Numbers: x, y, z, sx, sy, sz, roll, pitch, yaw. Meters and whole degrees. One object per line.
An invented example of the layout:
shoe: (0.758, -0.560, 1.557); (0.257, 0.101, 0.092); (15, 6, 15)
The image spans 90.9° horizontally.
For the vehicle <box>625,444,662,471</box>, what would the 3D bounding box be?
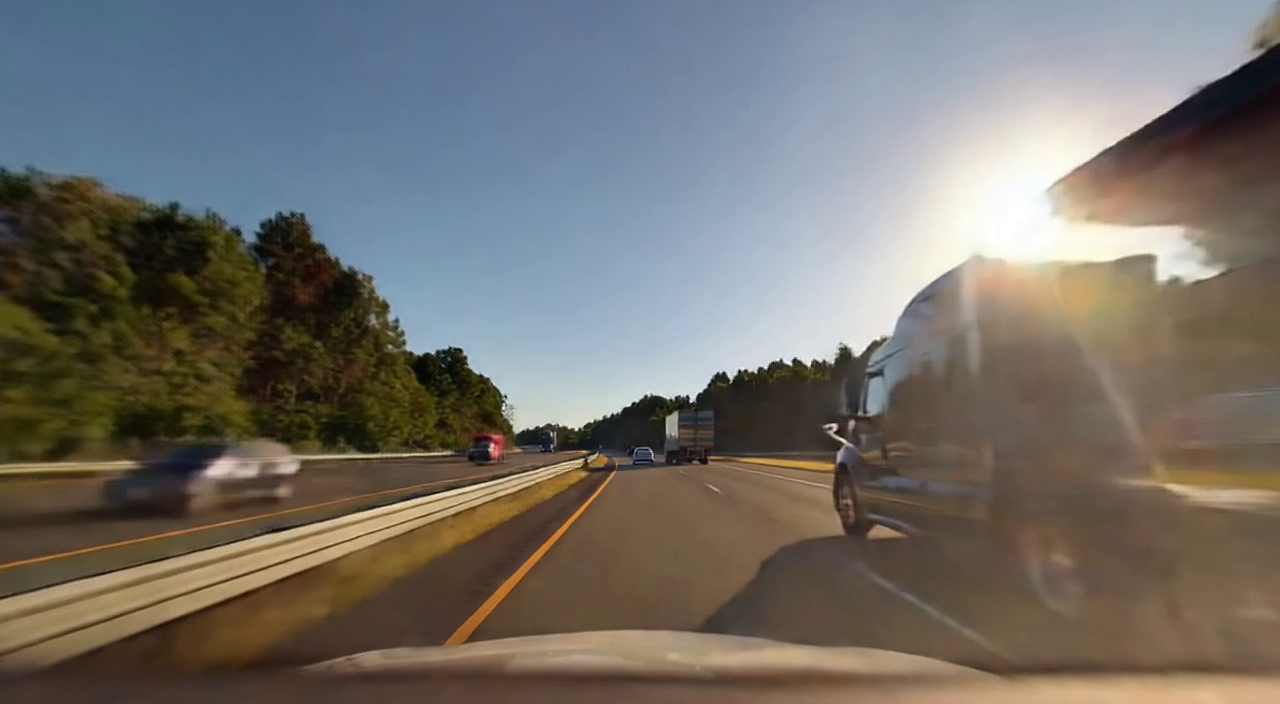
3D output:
vehicle: (0.141, 6.323, 38.093); (2.051, 1.513, 4.511); (0, -9, -2)

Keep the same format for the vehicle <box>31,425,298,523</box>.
vehicle: (-9.108, 2.361, 12.704); (2.020, 1.618, 4.287); (0, -9, 0)

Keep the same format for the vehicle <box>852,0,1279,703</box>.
vehicle: (4.457, -0.158, 0.853); (2.867, 3.571, 14.305); (0, -9, -2)
